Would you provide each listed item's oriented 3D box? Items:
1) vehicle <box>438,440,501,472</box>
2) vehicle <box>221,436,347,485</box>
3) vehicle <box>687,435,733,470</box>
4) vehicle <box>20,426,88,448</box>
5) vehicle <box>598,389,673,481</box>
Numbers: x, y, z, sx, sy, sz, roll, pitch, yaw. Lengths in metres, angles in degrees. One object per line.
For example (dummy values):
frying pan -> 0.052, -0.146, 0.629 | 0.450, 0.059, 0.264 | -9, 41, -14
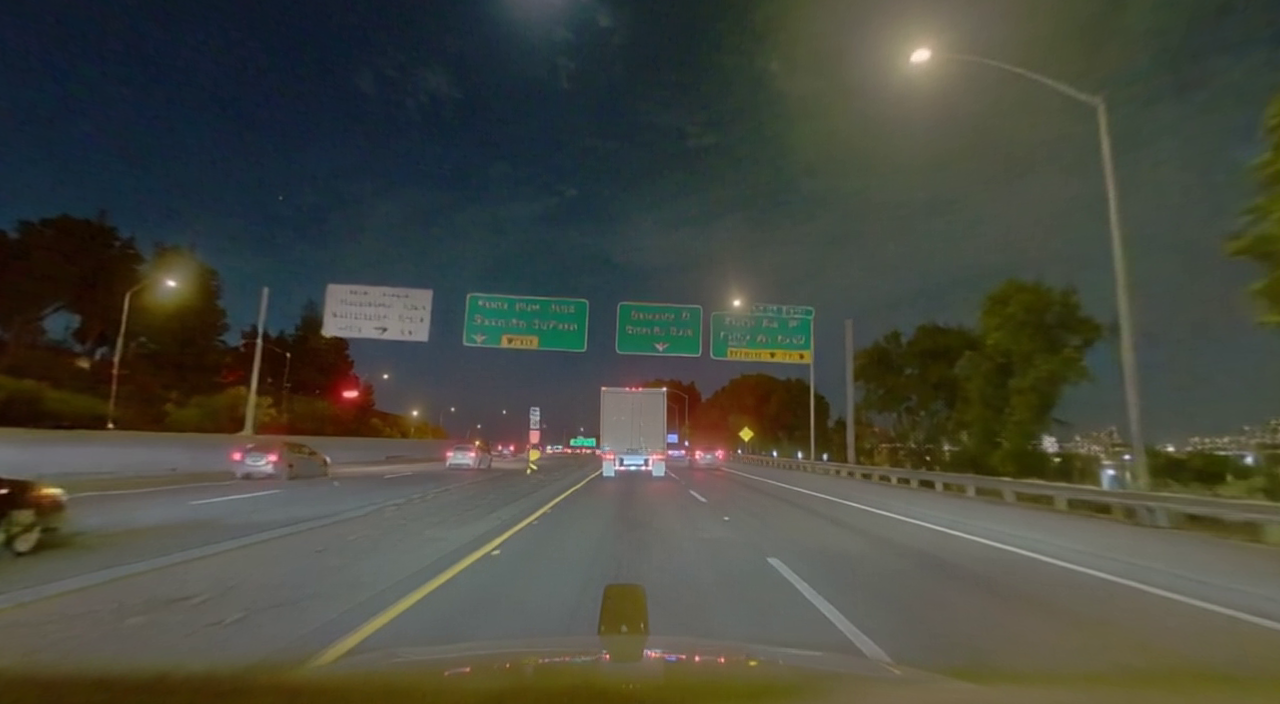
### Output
vehicle -> -8.764, 5.388, 32.817 | 2.057, 1.506, 4.829 | 0, -9, -2
vehicle -> -12.146, 3.727, 21.890 | 1.906, 1.510, 4.303 | 0, -8, -1
vehicle -> 4.171, 6.107, 38.521 | 2.174, 1.968, 5.016 | 0, -9, -1
vehicle -> -42.884, 6.282, 46.252 | 1.633, 1.418, 3.850 | 1, -10, -7
vehicle -> -0.257, 4.060, 30.204 | 2.916, 3.584, 10.841 | 0, -9, -1
